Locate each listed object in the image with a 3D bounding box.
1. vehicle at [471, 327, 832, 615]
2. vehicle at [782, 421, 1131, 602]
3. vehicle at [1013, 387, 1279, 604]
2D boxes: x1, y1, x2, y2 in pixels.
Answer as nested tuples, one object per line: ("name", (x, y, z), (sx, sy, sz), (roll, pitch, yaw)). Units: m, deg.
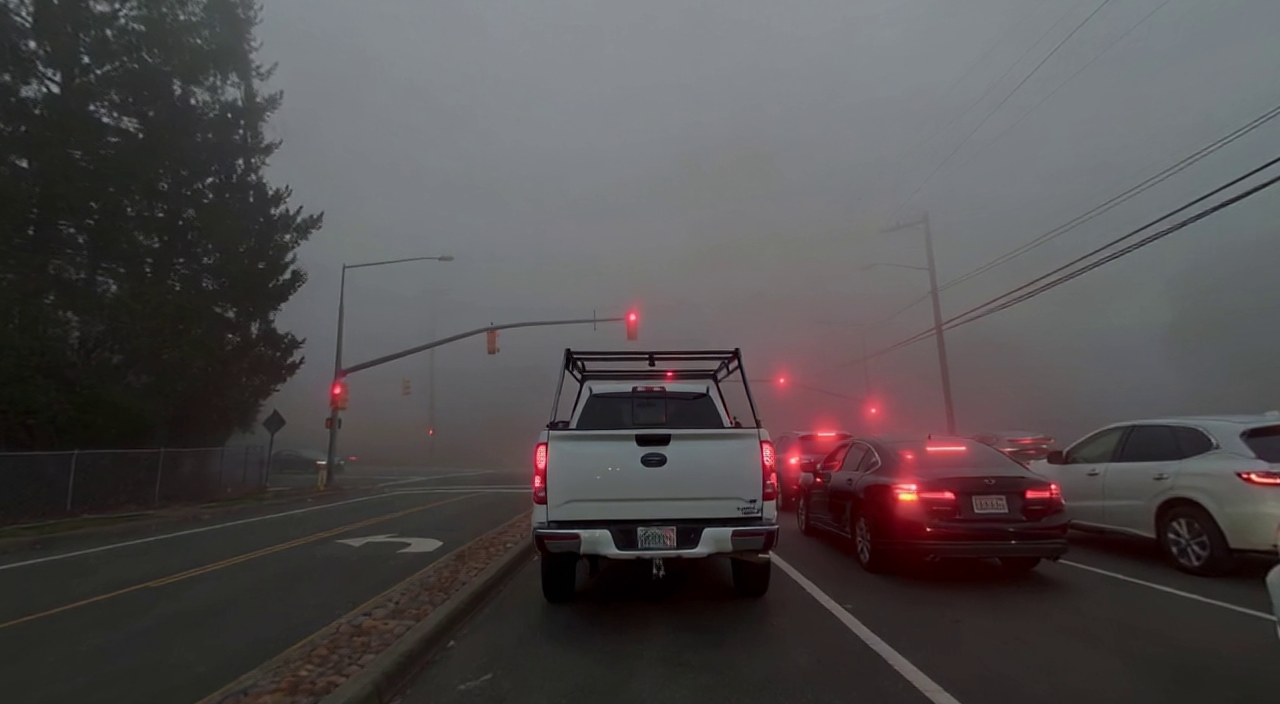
("vehicle", (0.120, 1.375, 8.143), (2.831, 2.284, 6.149), (0, -8, 1))
("vehicle", (3.117, 1.638, 7.375), (1.993, 1.495, 4.060), (0, -8, 1))
("vehicle", (6.155, 1.366, 6.471), (1.982, 1.727, 4.352), (0, -8, 1))
